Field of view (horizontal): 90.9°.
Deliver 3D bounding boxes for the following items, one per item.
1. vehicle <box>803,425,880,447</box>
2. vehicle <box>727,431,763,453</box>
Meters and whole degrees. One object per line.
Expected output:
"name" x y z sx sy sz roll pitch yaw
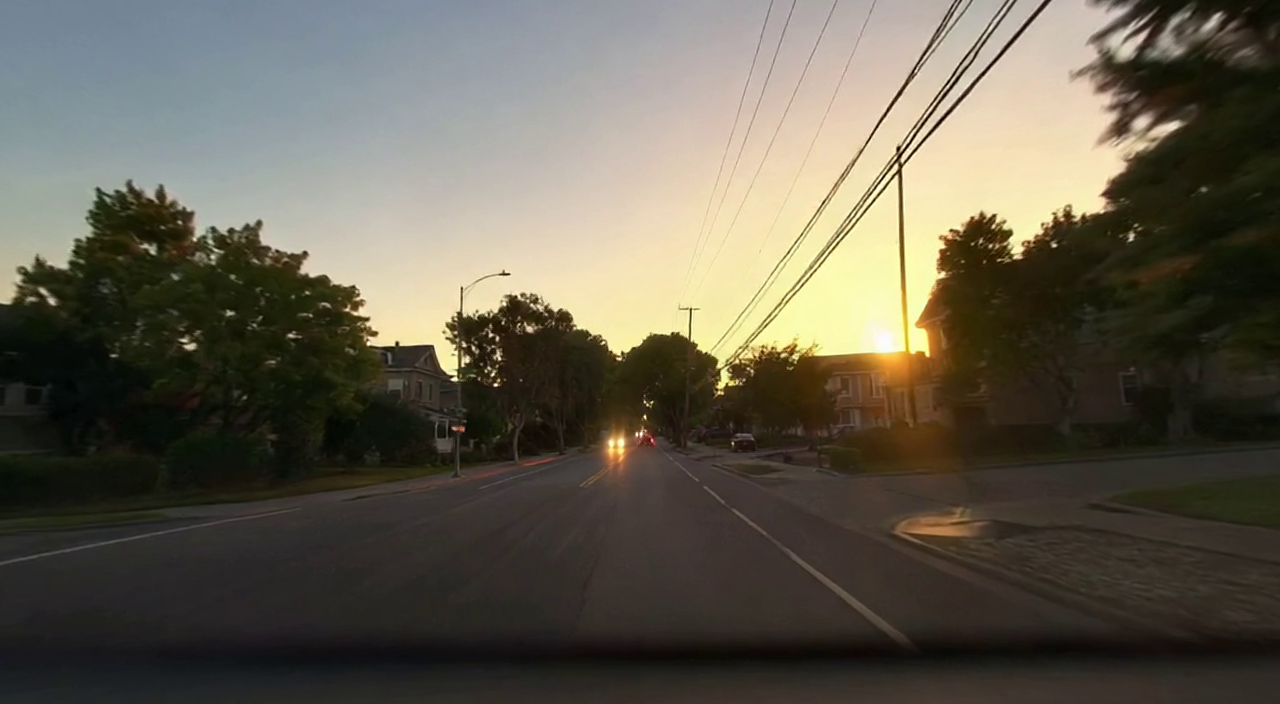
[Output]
"vehicle" 14.363 6.044 45.168 4.848 1.509 1.976 -2 -9 6
"vehicle" 7.496 6.524 45.538 2.071 1.510 4.418 -1 -8 3
